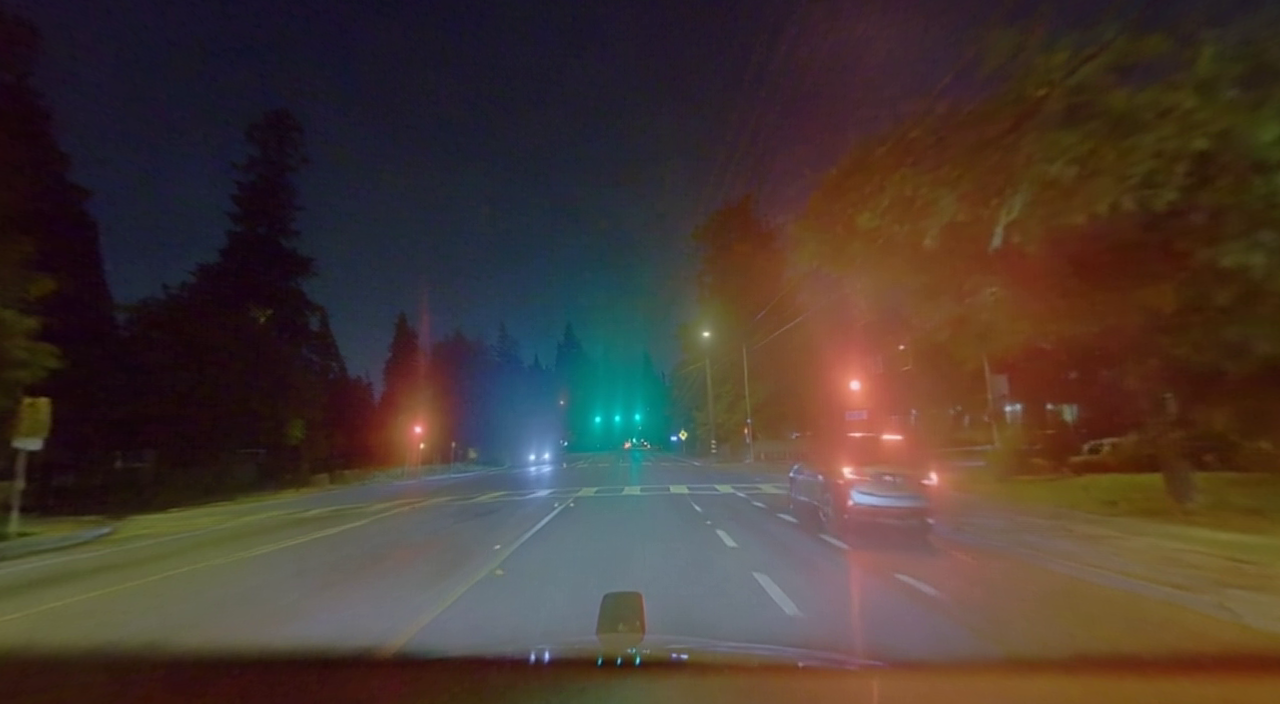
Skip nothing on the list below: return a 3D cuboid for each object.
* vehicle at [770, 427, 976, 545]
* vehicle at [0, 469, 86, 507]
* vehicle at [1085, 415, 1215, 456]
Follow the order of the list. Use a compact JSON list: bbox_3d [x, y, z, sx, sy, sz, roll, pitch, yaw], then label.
[{"bbox_3d":[3.781,2.238,11.252,1.900,1.661,4.346,1,-8,-1],"label":"vehicle"},{"bbox_3d":[-29.789,6.552,30.157,4.830,1.521,1.948,-4,-10,-2],"label":"vehicle"},{"bbox_3d":[25.753,4.207,31.984,5.153,1.957,2.033,1,-8,-9],"label":"vehicle"}]
